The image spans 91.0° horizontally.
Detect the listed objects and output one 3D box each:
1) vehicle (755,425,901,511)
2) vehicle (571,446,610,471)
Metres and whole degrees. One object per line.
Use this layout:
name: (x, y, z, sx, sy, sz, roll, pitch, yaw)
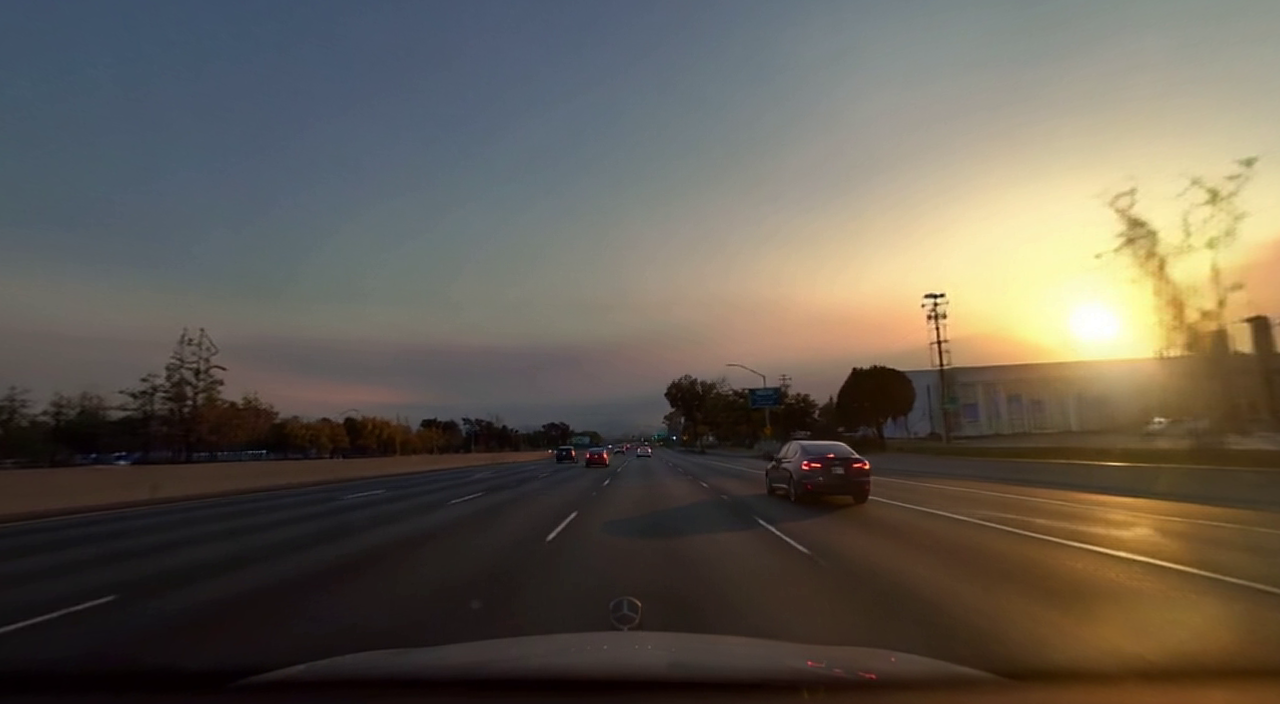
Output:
vehicle: (4.345, 2.768, 15.502, 2.109, 1.764, 4.704, 0, -9, 0)
vehicle: (-3.153, 6.860, 40.704, 2.139, 1.510, 4.506, 0, -9, 0)
